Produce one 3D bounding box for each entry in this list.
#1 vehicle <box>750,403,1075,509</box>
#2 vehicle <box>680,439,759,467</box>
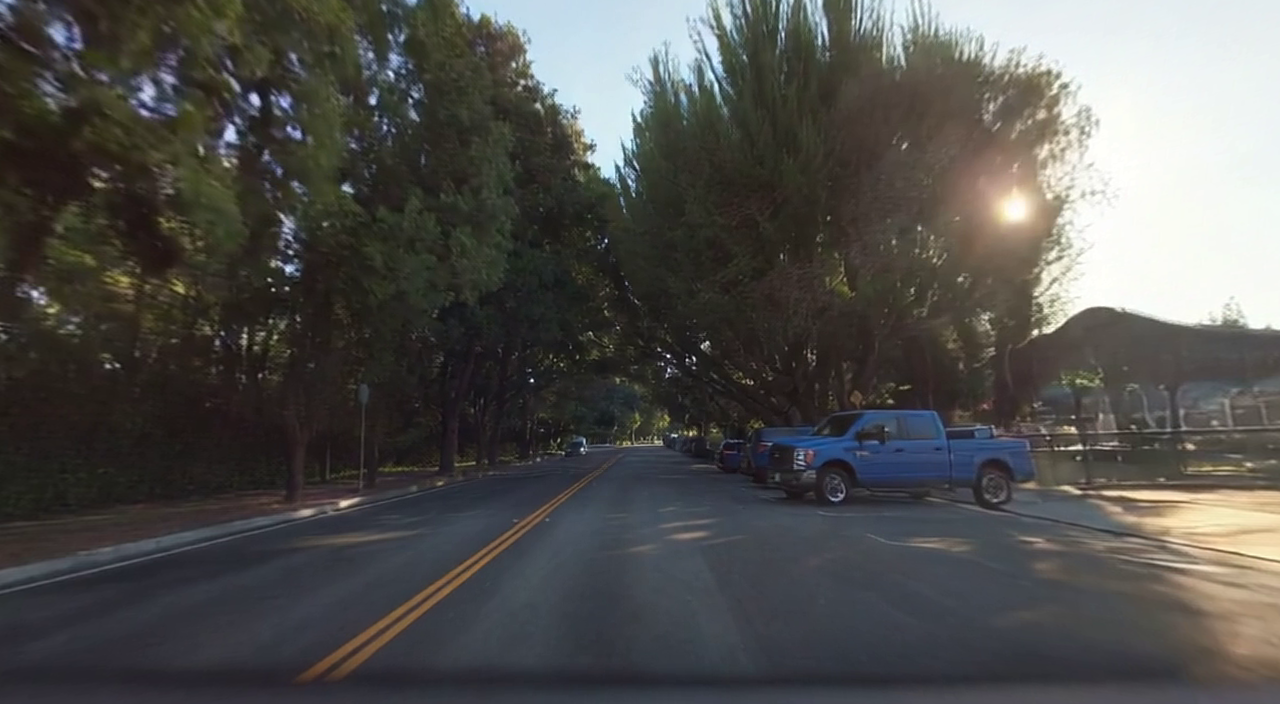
[{"bbox_3d":[6.316,2.495,15.460,6.645,2.298,2.763,0,-8,-3],"label":"vehicle"},{"bbox_3d":[5.124,6.571,41.162,4.791,1.706,1.963,1,-8,-5],"label":"vehicle"}]
